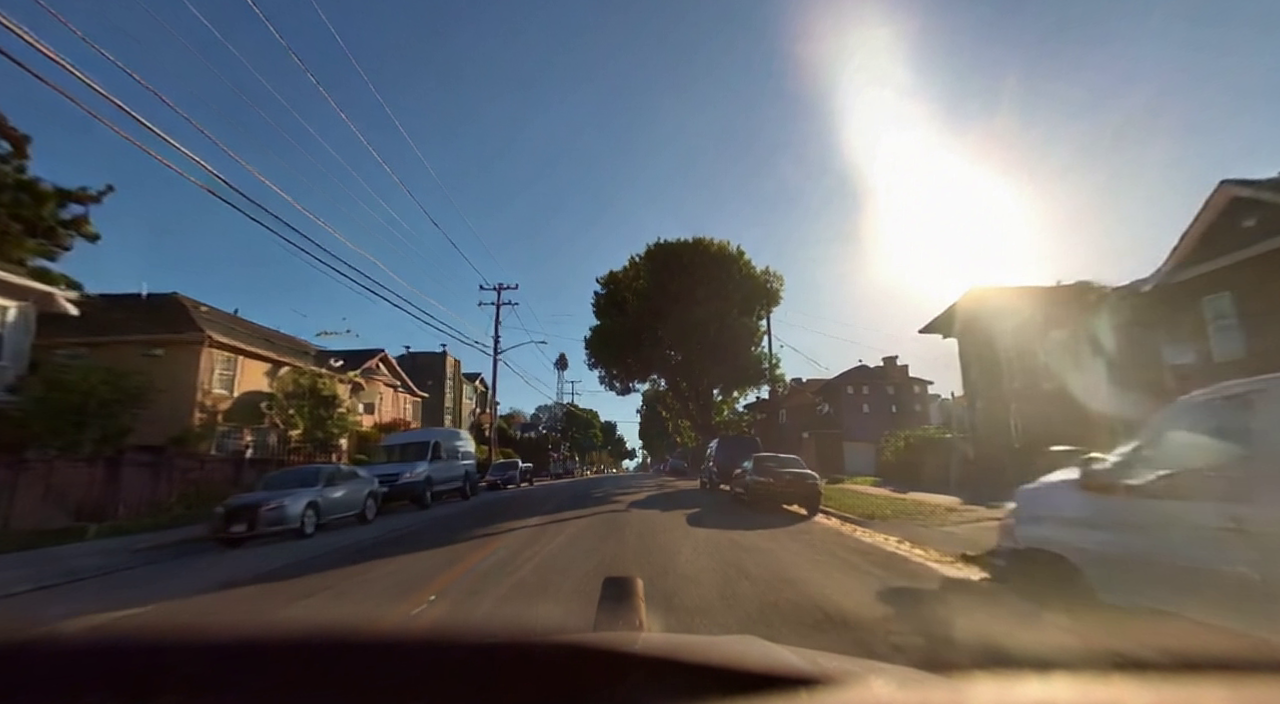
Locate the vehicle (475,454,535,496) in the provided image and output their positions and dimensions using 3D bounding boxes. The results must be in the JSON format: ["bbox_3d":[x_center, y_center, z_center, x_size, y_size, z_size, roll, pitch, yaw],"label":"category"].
[{"bbox_3d":[-6.893,6.306,32.628,2.057,1.632,4.730,0,-5,0],"label":"vehicle"}]

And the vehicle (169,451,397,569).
[{"bbox_3d":[-6.882,3.007,12.856,2.027,1.563,4.594,-3,-5,0],"label":"vehicle"}]

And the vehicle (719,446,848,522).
[{"bbox_3d":[3.085,2.918,14.529,1.796,1.449,4.373,0,-9,-2],"label":"vehicle"}]

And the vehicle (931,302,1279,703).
[{"bbox_3d":[3.146,0.711,1.793,2.136,1.807,4.946,0,-9,-1],"label":"vehicle"}]

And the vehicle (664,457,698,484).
[{"bbox_3d":[2.802,8.297,44.327,2.010,1.661,4.615,0,-9,-1],"label":"vehicle"}]

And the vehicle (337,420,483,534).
[{"bbox_3d":[-6.939,3.681,19.912,2.508,2.712,5.809,-2,-4,0],"label":"vehicle"}]

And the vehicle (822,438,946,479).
[{"bbox_3d":[10.663,4.707,27.747,4.607,1.704,1.922,0,-9,0],"label":"vehicle"}]
